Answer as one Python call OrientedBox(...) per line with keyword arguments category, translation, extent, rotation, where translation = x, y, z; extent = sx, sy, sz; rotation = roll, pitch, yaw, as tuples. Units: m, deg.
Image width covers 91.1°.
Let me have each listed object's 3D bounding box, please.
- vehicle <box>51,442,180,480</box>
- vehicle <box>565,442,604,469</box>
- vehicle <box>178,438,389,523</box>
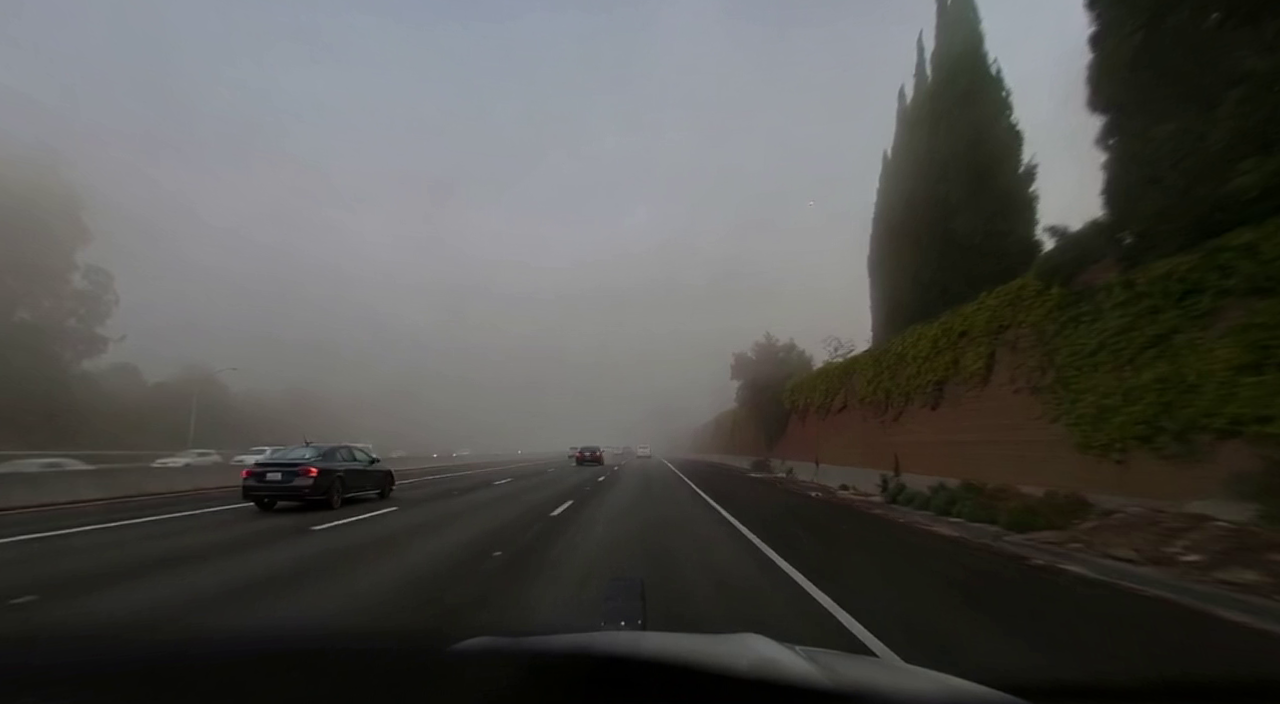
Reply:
OrientedBox(category="vehicle", translation=(-24.654, 5.106, 29.792), extent=(1.975, 1.615, 4.767), rotation=(0, -8, 1))
OrientedBox(category="vehicle", translation=(-3.546, 6.718, 41.018), extent=(2.036, 1.636, 4.511), rotation=(0, -8, 1))
OrientedBox(category="vehicle", translation=(-7.228, 2.608, 13.367), extent=(1.942, 1.502, 4.216), rotation=(0, -8, 1))
